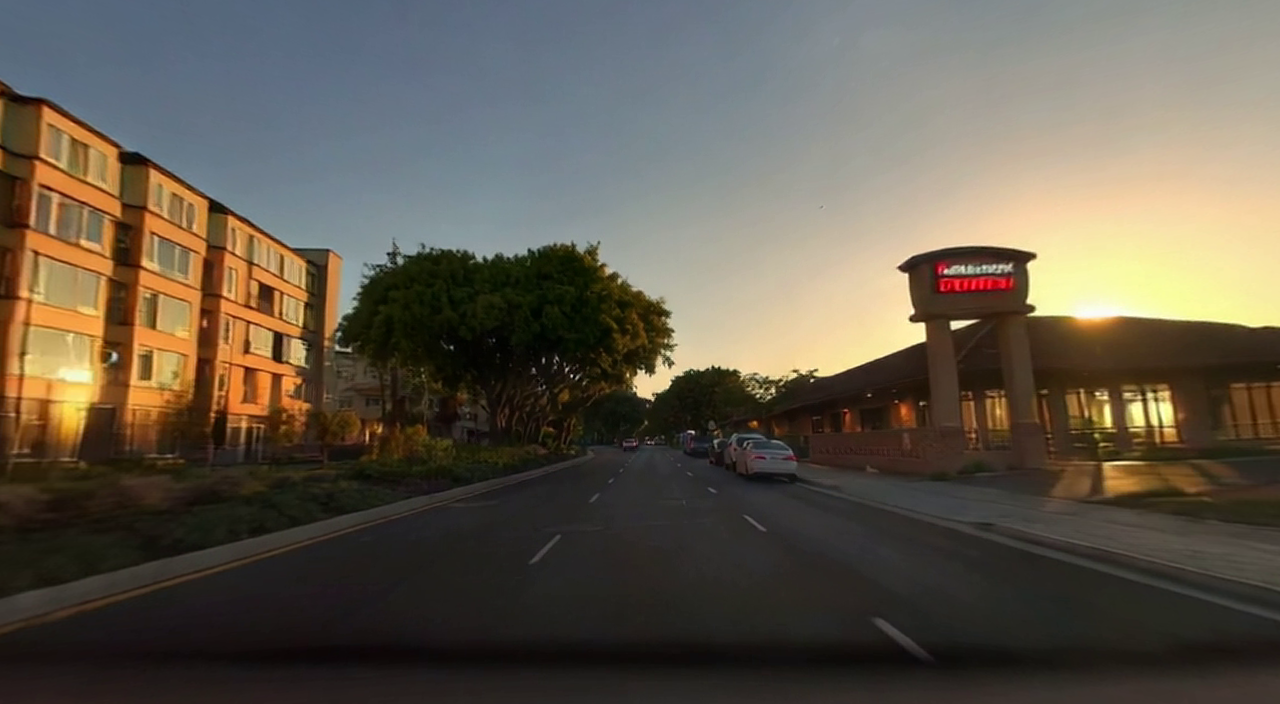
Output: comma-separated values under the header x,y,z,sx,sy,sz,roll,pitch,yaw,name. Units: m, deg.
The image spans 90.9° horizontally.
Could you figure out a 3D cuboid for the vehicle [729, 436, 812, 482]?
x,y,z,sx,sy,sz,roll,pitch,yaw,name
4.700,3.930,23.557,2.085,1.509,5.134,0,-8,1,vehicle
